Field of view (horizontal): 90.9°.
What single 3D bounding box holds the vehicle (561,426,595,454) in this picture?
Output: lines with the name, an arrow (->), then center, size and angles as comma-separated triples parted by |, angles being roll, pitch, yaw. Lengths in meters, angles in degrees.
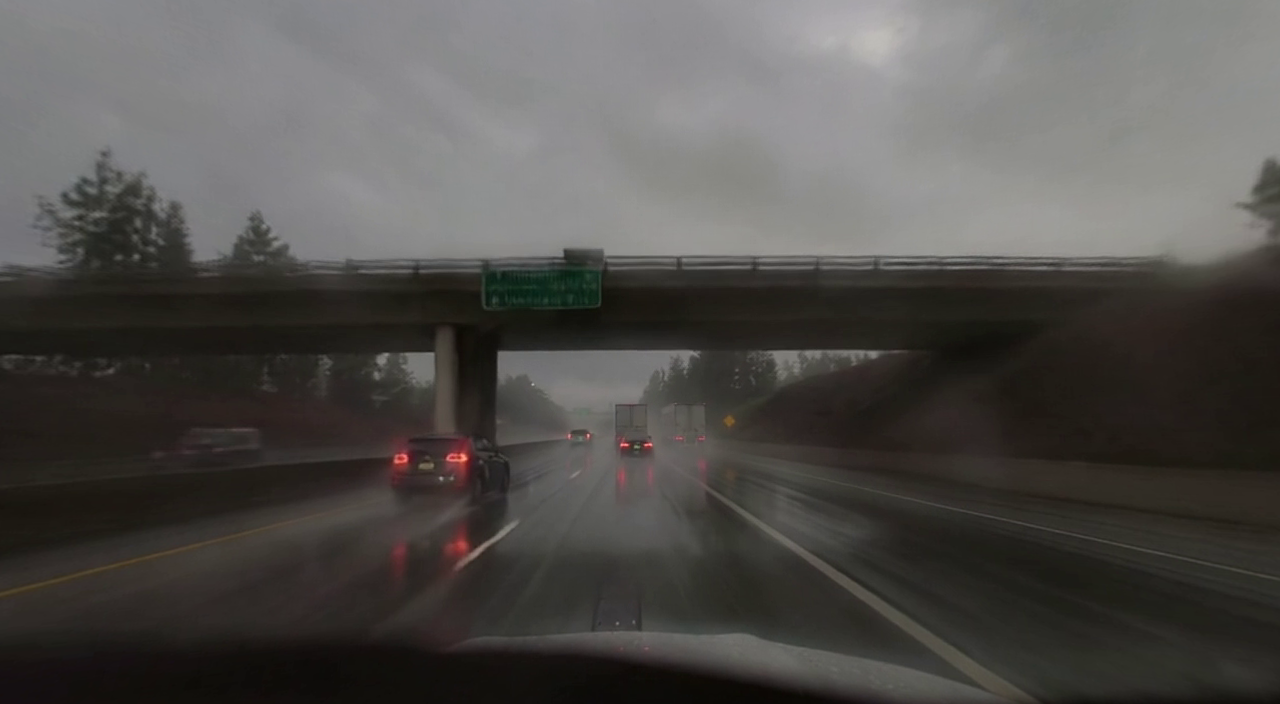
vehicle -> -4.573, 6.564, 47.203 | 2.013, 1.961, 4.692 | 0, -8, 0

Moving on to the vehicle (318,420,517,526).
vehicle -> -3.714, 2.093, 11.623 | 1.979, 1.527, 4.754 | 0, -8, 0

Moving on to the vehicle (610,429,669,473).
vehicle -> -0.057, 3.693, 23.722 | 2.059, 1.522, 3.693 | 0, -8, -1
